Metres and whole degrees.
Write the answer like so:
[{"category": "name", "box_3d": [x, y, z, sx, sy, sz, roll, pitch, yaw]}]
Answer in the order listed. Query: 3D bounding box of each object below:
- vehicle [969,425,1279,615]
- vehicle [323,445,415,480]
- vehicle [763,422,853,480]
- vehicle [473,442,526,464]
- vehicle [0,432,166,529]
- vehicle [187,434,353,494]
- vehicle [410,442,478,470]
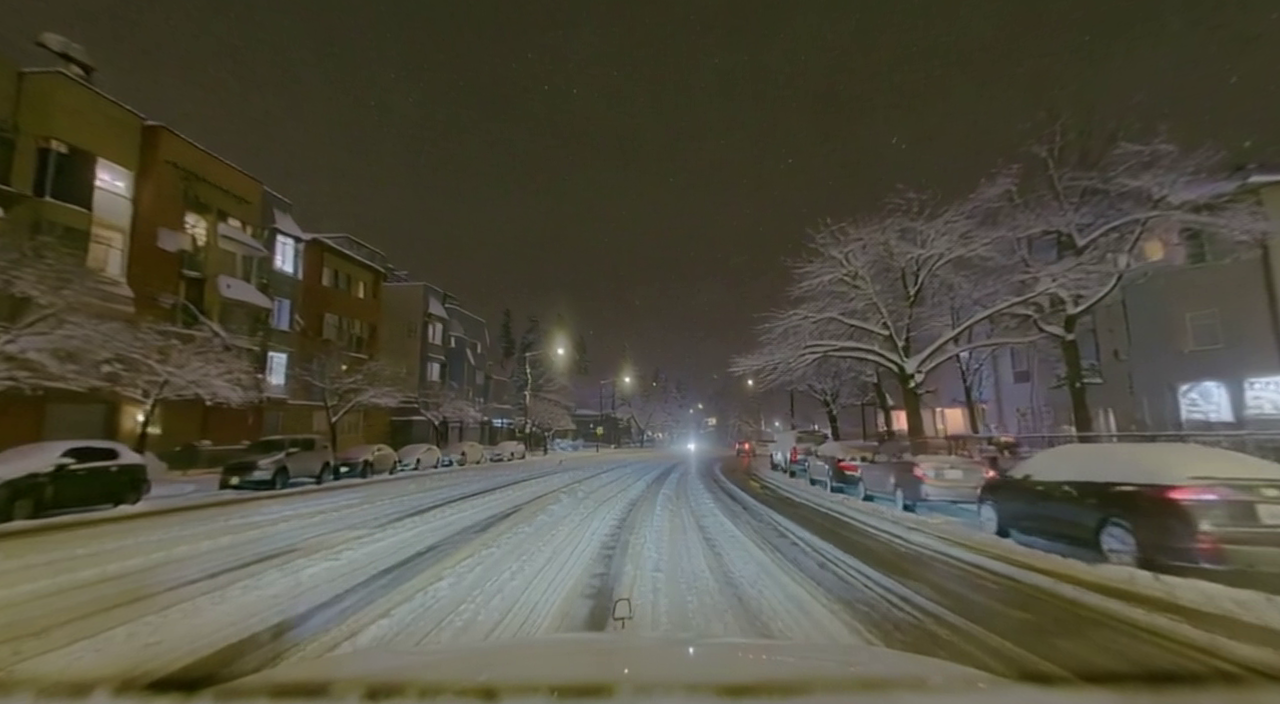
[{"category": "vehicle", "box_3d": [5.978, 1.664, 7.324, 1.947, 1.487, 4.549, 0, -8, 1]}, {"category": "vehicle", "box_3d": [-12.368, 5.034, 29.248, 1.829, 1.449, 4.713, -1, -8, 5]}, {"category": "vehicle", "box_3d": [6.222, 3.749, 24.194, 2.382, 1.938, 5.570, -1, -8, 5]}, {"category": "vehicle", "box_3d": [-9.927, 7.138, 44.915, 1.876, 1.465, 4.681, -2, -8, 12]}, {"category": "vehicle", "box_3d": [-13.260, 2.736, 13.996, 2.001, 1.836, 4.471, 0, -8, -1]}, {"category": "vehicle", "box_3d": [-13.025, 3.960, 22.879, 2.137, 1.835, 5.833, -1, -8, 4]}, {"category": "vehicle", "box_3d": [-11.316, 6.021, 36.804, 1.873, 1.467, 4.644, -1, -8, 9]}]
